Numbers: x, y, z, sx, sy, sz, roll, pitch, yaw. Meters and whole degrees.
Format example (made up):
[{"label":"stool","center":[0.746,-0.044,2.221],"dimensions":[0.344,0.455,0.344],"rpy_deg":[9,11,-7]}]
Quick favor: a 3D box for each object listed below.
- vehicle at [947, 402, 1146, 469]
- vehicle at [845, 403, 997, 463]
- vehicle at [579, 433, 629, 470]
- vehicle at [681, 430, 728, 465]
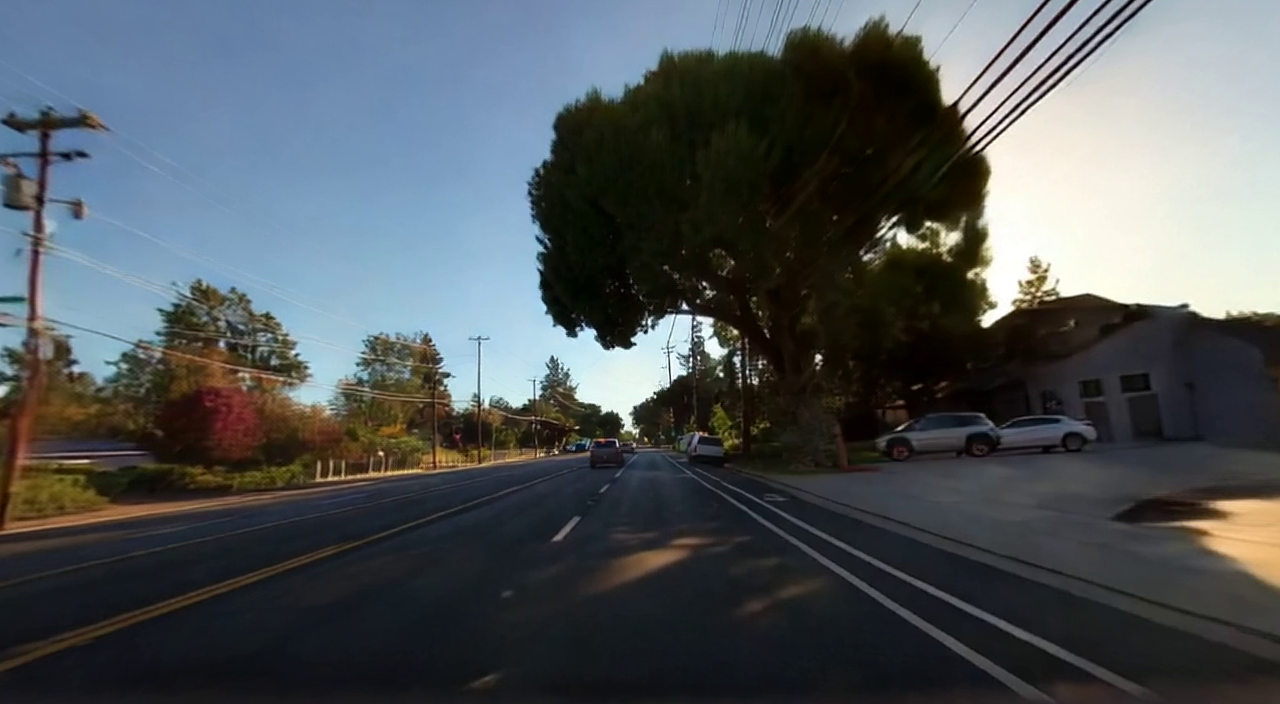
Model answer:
[{"label":"vehicle","center":[12.427,2.583,19.507],"dimensions":[4.719,1.553,1.889],"rpy_deg":[-5,-8,0]},{"label":"vehicle","center":[11.359,3.329,25.792],"dimensions":[5.042,1.803,2.134],"rpy_deg":[-6,-9,0]},{"label":"vehicle","center":[-1.867,5.466,34.729],"dimensions":[2.327,1.861,4.941],"rpy_deg":[-1,-9,2]},{"label":"vehicle","center":[4.324,6.503,43.075],"dimensions":[2.622,2.137,6.267],"rpy_deg":[1,-9,1]}]
